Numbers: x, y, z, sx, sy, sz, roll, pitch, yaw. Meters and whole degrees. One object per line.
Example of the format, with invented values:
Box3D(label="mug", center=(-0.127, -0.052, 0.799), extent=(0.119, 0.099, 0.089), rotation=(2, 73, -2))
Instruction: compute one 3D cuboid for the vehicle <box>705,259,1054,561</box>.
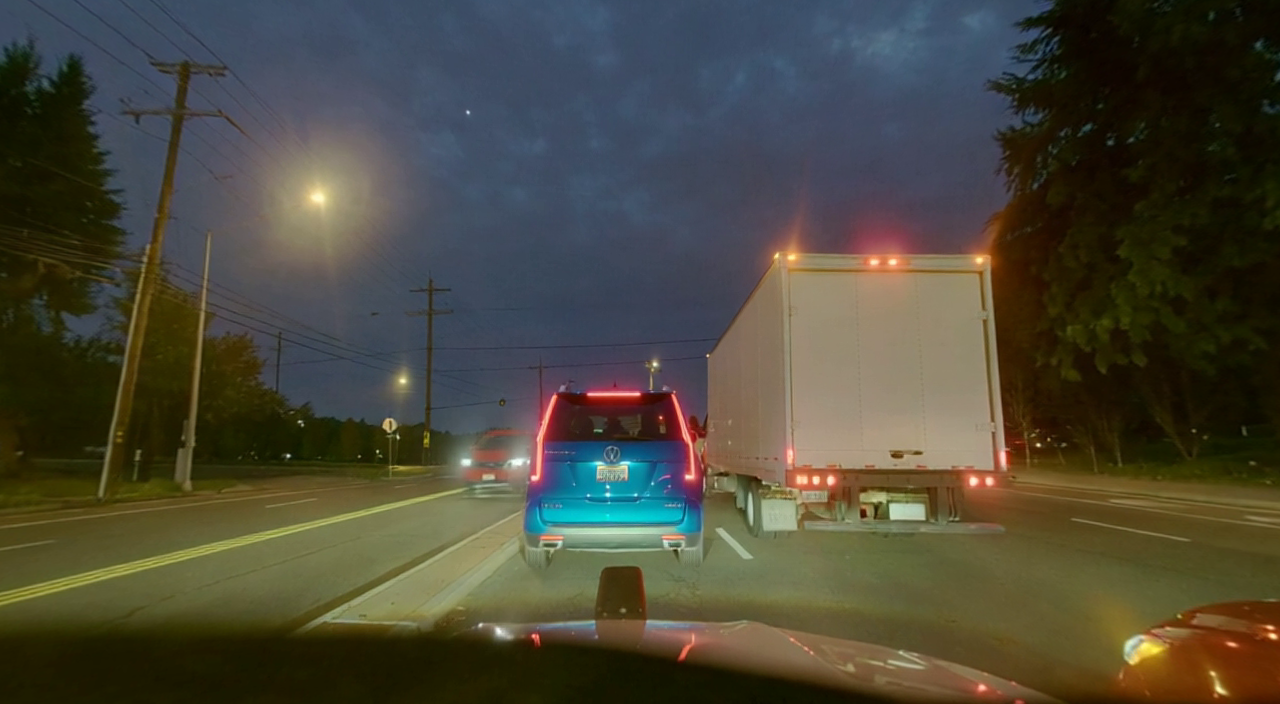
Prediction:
Box3D(label="vehicle", center=(3.226, 1.262, 11.827), extent=(2.915, 3.559, 8.848), rotation=(0, -8, -1))

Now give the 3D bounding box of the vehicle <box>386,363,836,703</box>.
Box3D(label="vehicle", center=(-0.132, 1.228, 5.160), extent=(2.114, 1.732, 4.230), rotation=(0, -8, 0))

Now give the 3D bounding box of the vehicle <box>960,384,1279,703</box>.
Box3D(label="vehicle", center=(2.835, 0.748, 1.197), extent=(1.971, 1.484, 4.728), rotation=(0, -8, 0))
